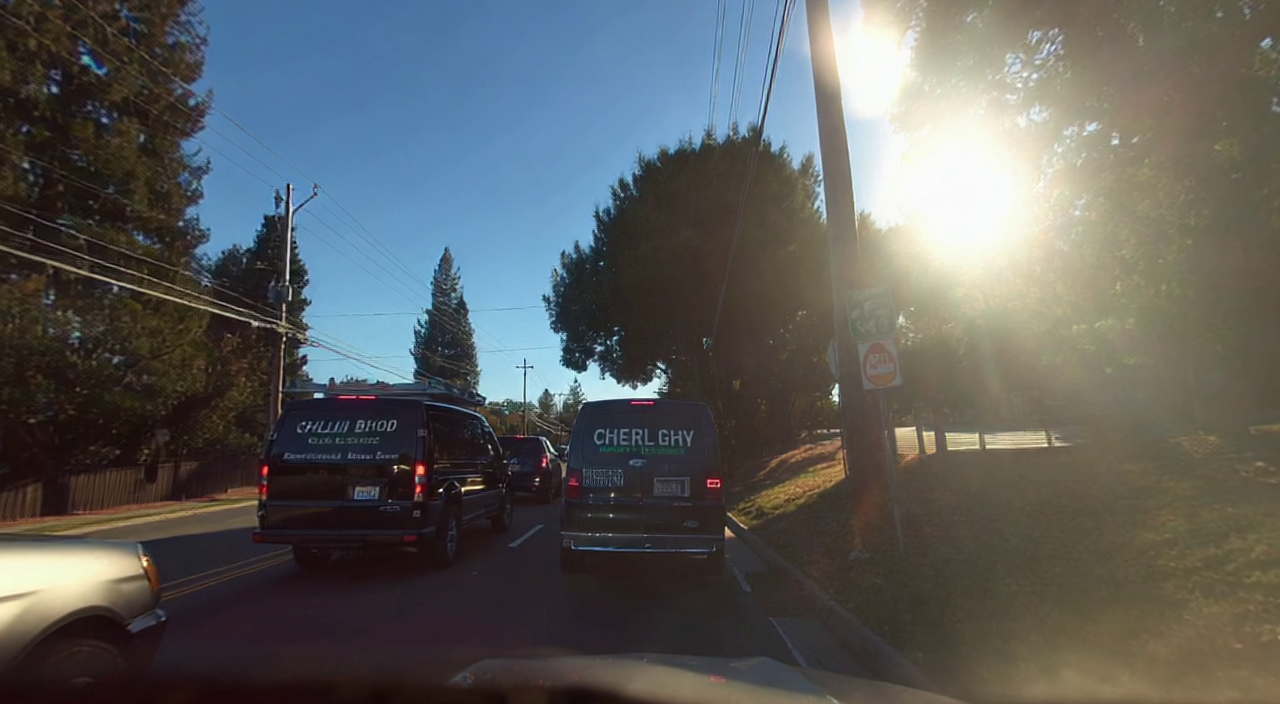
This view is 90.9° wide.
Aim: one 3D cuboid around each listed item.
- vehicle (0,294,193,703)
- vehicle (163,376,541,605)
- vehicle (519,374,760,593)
[{"bbox_3d":[-3.133,0.470,0.239,2.160,1.796,4.997,0,-8,1],"label":"vehicle"},{"bbox_3d":[-2.761,1.482,7.621,2.109,1.851,4.749,-1,-8,3],"label":"vehicle"},{"bbox_3d":[0.104,1.458,7.688,2.117,1.911,4.095,-1,-8,3],"label":"vehicle"}]
